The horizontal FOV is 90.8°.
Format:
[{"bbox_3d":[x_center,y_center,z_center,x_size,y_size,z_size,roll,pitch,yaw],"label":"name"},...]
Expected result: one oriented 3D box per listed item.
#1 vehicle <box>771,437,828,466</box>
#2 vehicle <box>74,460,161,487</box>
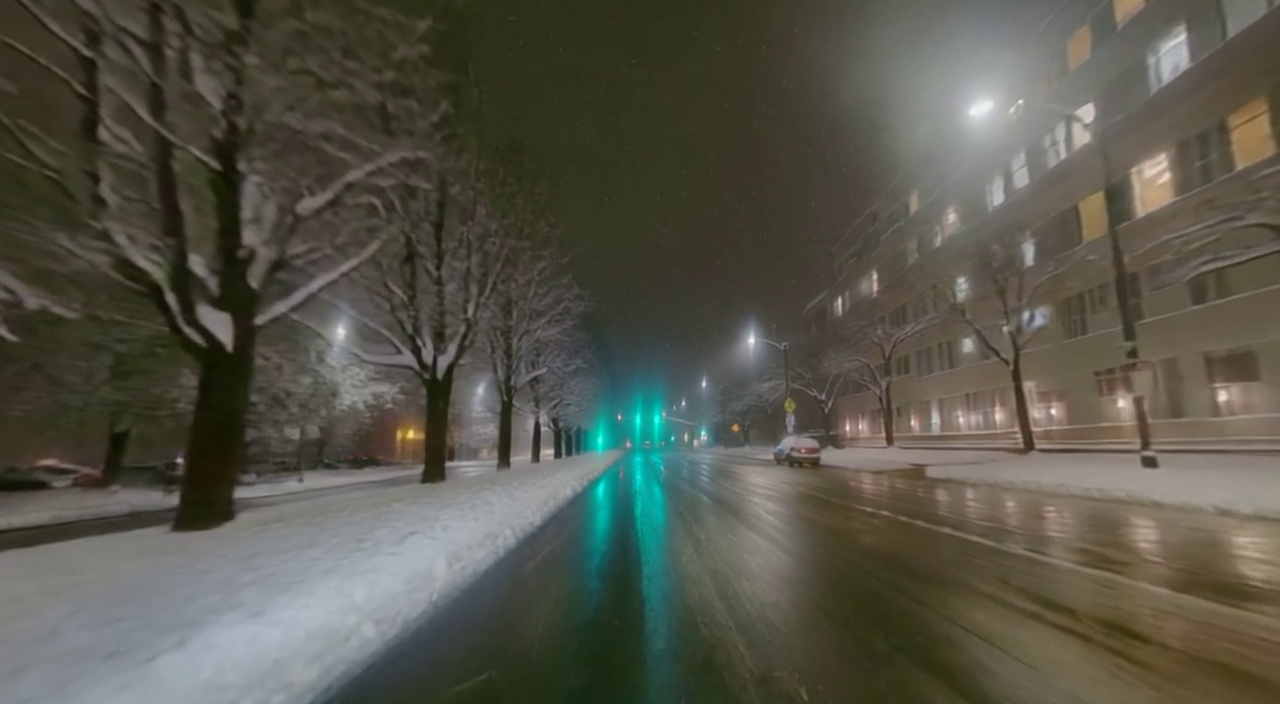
[{"bbox_3d":[9.961,6.251,39.837,2.051,1.726,4.898,0,-8,-3],"label":"vehicle"},{"bbox_3d":[-30.851,7.191,37.354,3.652,1.488,1.678,-1,-8,3],"label":"vehicle"}]
